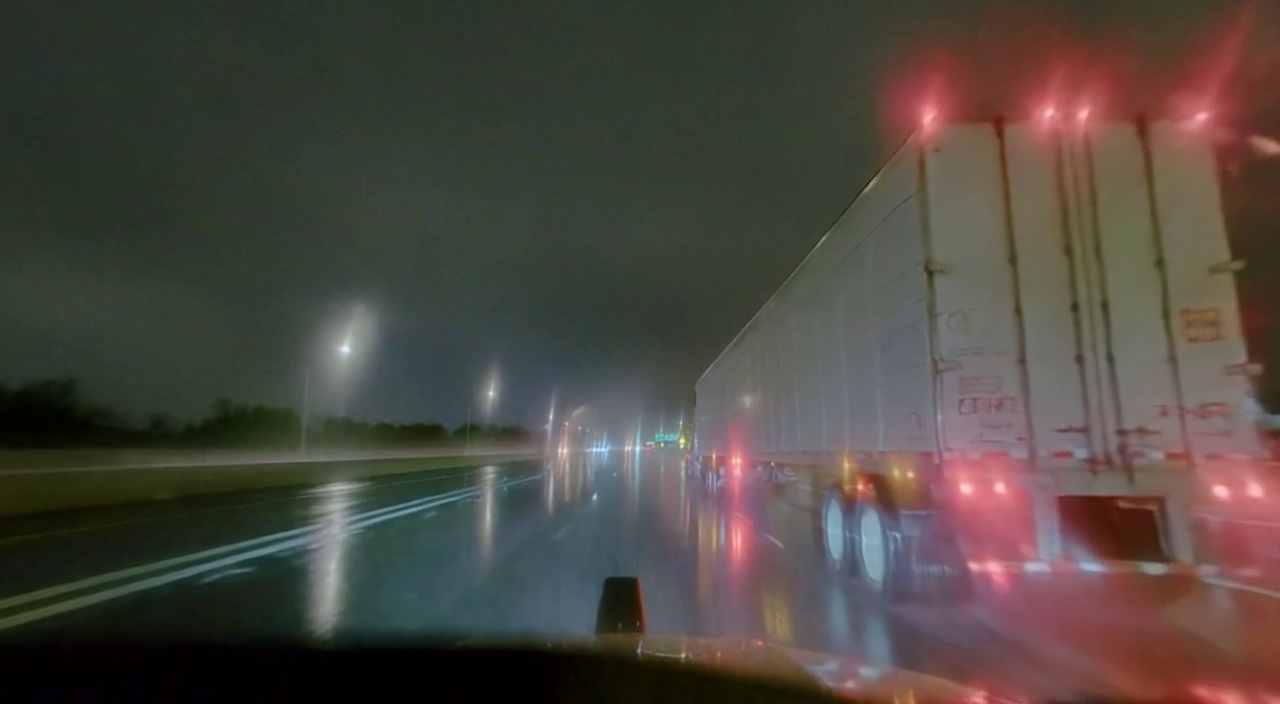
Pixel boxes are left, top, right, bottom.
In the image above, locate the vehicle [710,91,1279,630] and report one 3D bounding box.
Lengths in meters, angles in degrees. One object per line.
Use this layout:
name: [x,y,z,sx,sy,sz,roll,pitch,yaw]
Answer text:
vehicle: [3.830,1.136,12.735,2.949,4.149,16.046,0,-9,0]
